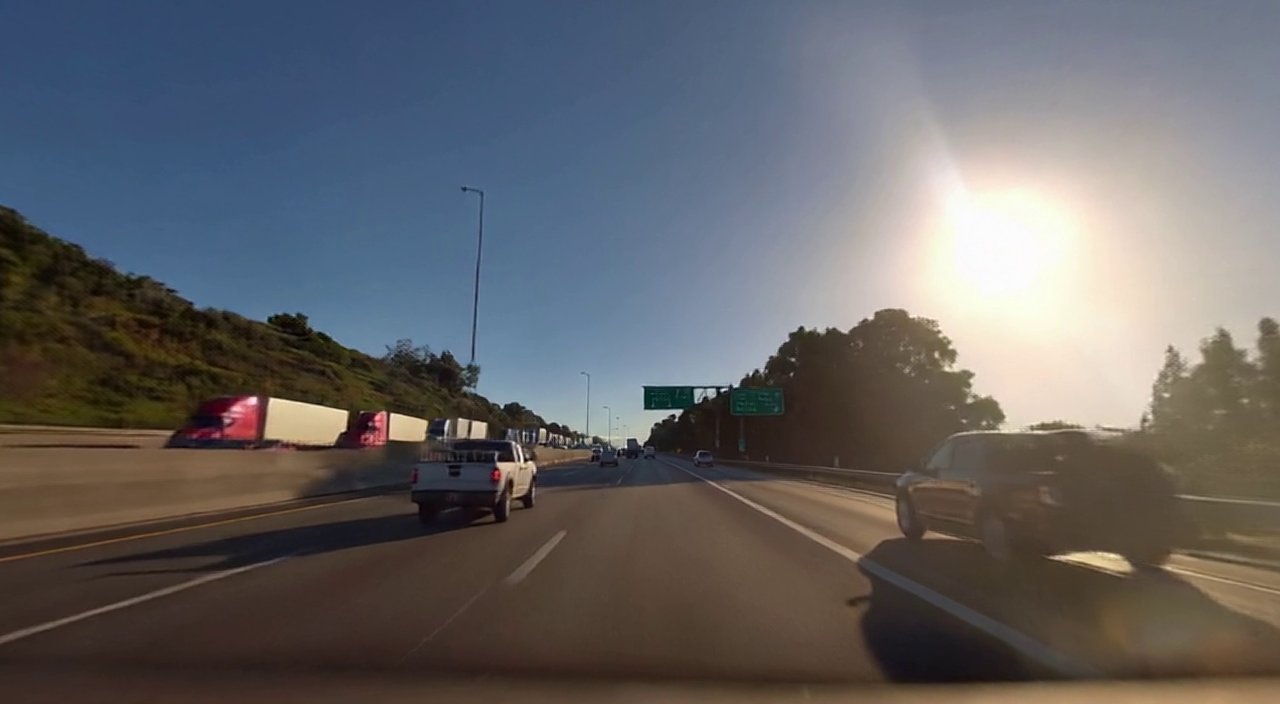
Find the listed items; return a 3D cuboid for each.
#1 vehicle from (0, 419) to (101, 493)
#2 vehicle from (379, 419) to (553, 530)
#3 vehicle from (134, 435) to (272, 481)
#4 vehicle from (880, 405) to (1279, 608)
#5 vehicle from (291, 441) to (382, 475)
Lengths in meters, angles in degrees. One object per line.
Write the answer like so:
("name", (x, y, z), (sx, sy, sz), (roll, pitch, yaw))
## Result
("vehicle", (-14.166, 2.139, 13.185), (1.874, 1.513, 4.268), (2, -10, 1))
("vehicle", (-3.426, 2.573, 13.740), (2.220, 1.928, 5.176), (0, -9, 1))
("vehicle", (-14.588, 3.571, 21.337), (1.860, 1.424, 3.811), (0, -9, 1))
("vehicle", (4.848, 1.657, 7.607), (2.080, 1.725, 4.252), (0, -9, -2))
("vehicle", (-13.663, 4.789, 28.635), (1.951, 1.428, 4.206), (0, -9, 1))
